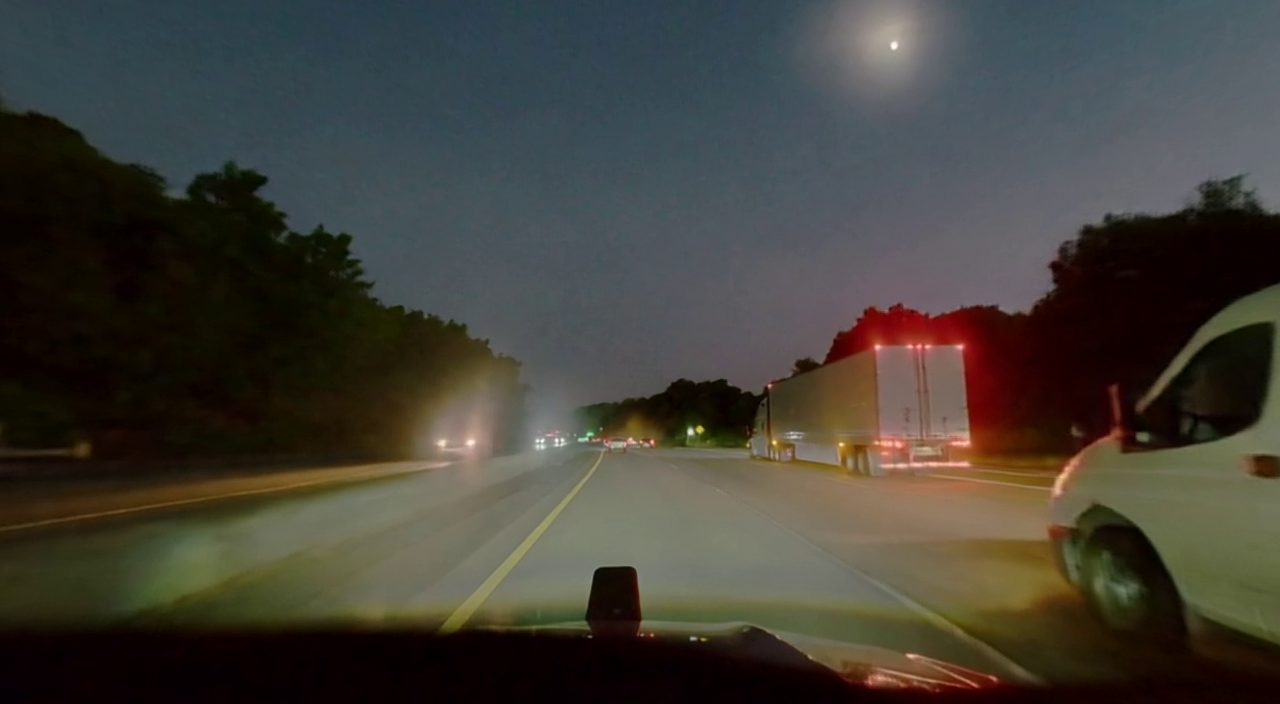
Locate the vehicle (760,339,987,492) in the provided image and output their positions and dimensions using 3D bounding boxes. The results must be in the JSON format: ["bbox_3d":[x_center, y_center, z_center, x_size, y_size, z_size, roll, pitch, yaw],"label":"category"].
[{"bbox_3d":[7.584,2.630,23.999,2.888,4.093,14.227,0,-8,-1],"label":"vehicle"}]

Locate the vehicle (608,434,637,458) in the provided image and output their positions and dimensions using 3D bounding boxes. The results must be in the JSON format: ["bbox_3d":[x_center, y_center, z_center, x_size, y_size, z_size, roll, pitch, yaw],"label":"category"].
[{"bbox_3d":[-1.360,7.049,47.547,2.088,1.671,4.068,0,-8,-2],"label":"vehicle"}]

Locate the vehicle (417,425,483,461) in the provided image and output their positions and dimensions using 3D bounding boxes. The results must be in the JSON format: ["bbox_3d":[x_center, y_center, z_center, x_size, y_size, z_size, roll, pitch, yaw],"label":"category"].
[{"bbox_3d":[-9.325,4.496,31.283,2.010,1.653,4.217,0,-8,-1],"label":"vehicle"}]

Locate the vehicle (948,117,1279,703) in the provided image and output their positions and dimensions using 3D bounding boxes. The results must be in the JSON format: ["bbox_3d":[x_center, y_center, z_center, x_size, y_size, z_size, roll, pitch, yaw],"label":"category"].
[{"bbox_3d":[3.503,0.363,1.704,2.436,2.521,5.409,0,-8,-2],"label":"vehicle"}]
